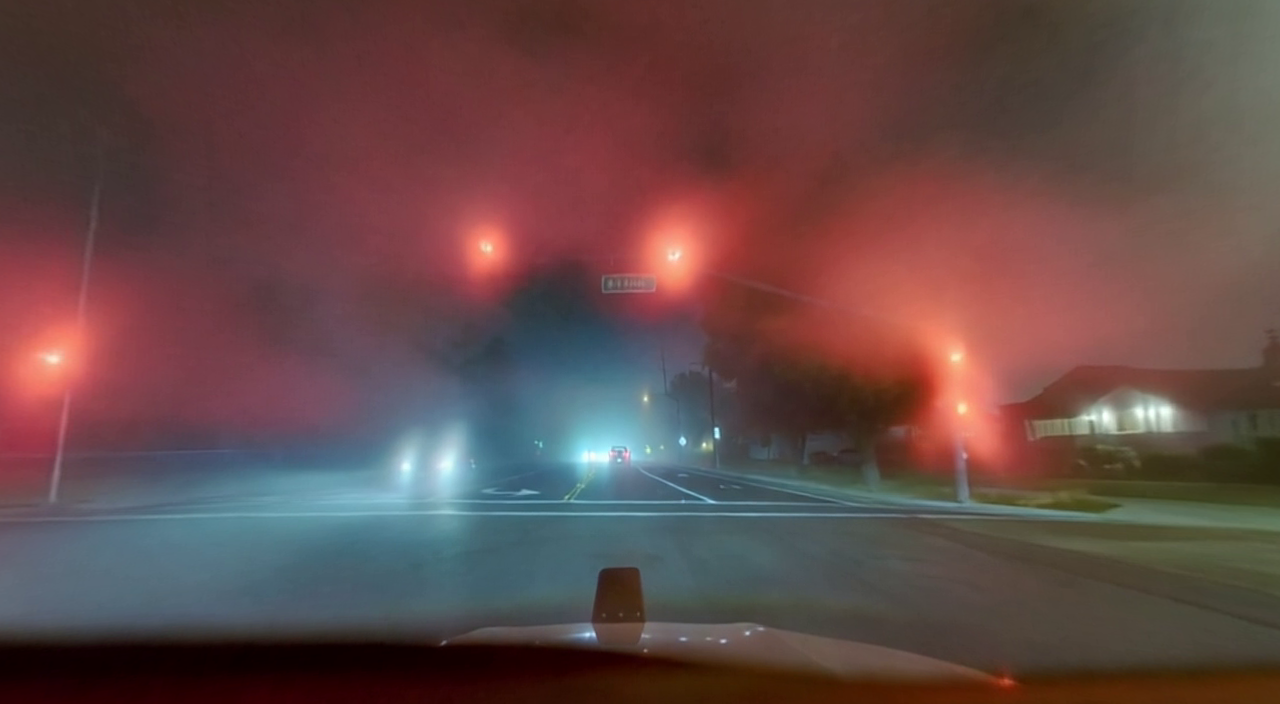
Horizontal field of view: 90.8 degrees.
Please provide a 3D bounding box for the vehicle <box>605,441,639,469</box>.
[{"bbox_3d":[-1.336,7.197,44.300,2.248,1.833,4.798,0,-9,-3],"label":"vehicle"}]

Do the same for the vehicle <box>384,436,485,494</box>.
[{"bbox_3d":[-6.518,3.640,20.551,1.983,1.684,3.938,0,-9,-1],"label":"vehicle"}]
